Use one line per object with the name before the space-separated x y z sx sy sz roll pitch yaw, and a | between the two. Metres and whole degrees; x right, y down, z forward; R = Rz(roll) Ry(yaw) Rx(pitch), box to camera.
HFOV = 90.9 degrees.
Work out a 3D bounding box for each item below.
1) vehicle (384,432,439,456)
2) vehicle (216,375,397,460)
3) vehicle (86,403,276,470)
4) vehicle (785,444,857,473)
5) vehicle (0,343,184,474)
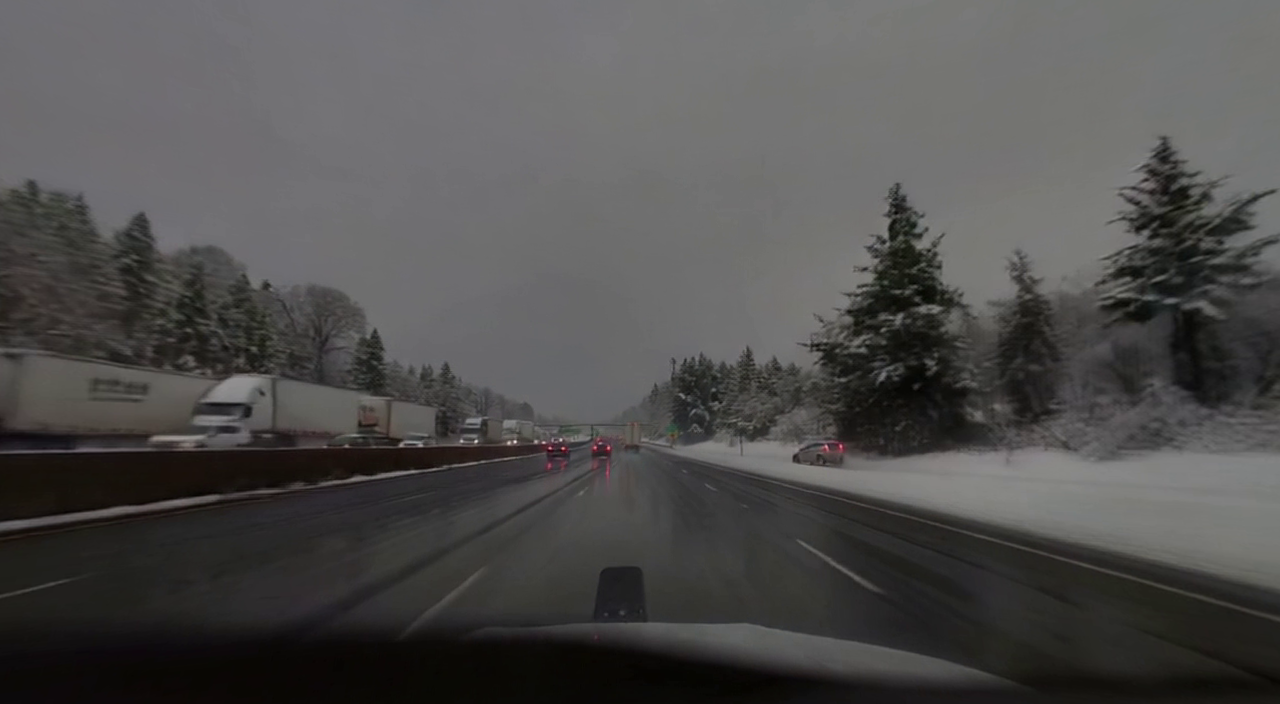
vehicle | -14.455 5.882 40.177 1.915 1.479 4.154 0 -9 1
vehicle | -18.552 4.188 36.979 2.787 3.985 14.192 0 -9 0
vehicle | -14.022 2.705 19.799 2.133 1.816 5.142 0 -9 -1
vehicle | 11.574 6.852 40.616 2.080 1.725 4.252 7 -11 -26
vehicle | -18.804 1.851 19.210 2.774 3.524 9.153 0 -9 1
